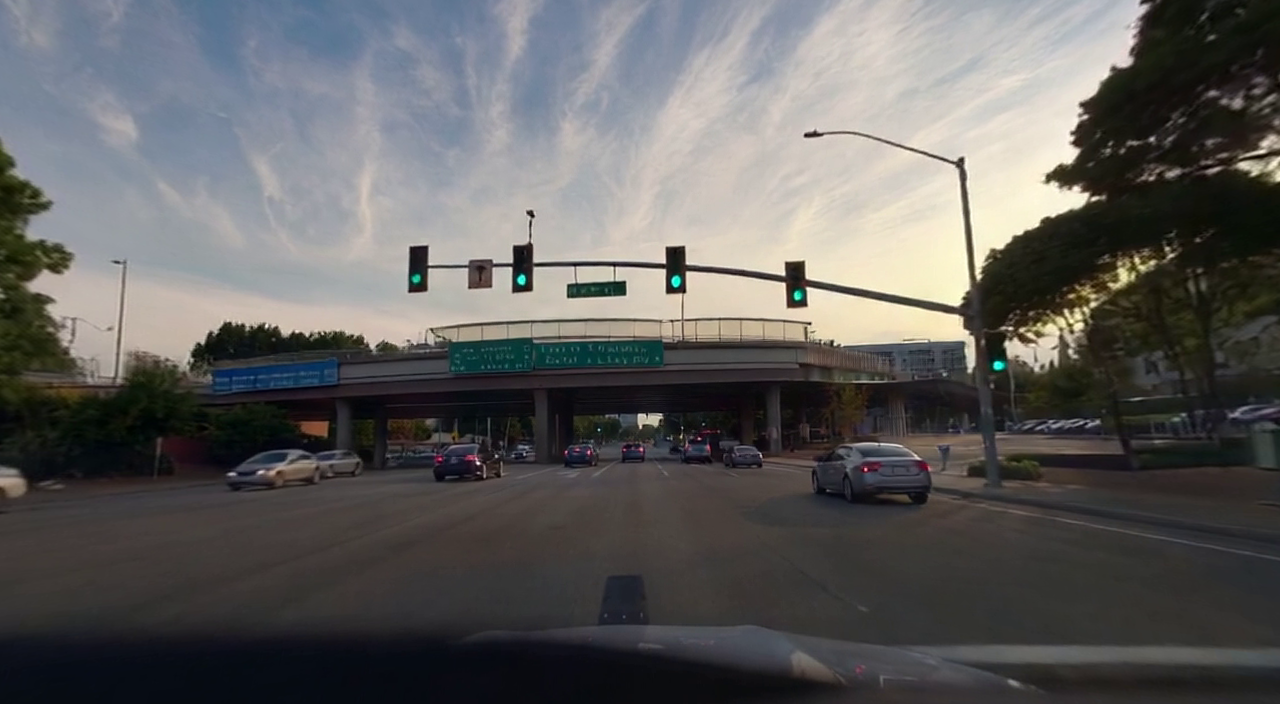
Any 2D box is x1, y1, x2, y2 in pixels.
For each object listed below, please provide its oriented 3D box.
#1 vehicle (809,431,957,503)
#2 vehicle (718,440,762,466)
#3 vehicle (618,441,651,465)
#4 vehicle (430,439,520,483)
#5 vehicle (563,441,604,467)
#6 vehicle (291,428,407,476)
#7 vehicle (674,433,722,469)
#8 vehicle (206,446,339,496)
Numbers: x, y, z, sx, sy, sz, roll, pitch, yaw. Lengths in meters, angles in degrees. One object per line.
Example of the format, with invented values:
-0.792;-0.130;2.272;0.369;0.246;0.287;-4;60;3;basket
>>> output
6.210;2.988;16.752;2.056;1.624;4.498;0;-8;-1;vehicle
6.188;6.311;39.459;1.924;1.527;4.268;0;-8;-2;vehicle
-0.372;6.562;40.789;2.026;1.453;3.780;0;-8;0;vehicle
-5.962;3.987;23.284;2.070;1.488;4.376;0;-8;1;vehicle
-3.334;6.152;37.903;2.041;1.466;4.212;0;-8;0;vehicle
-19.199;6.725;42.437;3.019;2.822;10.028;0;-8;0;vehicle
3.005;5.273;33.463;2.034;1.762;4.420;0;-8;-1;vehicle
-12.245;3.945;21.303;1.802;1.478;4.391;0;-8;1;vehicle
